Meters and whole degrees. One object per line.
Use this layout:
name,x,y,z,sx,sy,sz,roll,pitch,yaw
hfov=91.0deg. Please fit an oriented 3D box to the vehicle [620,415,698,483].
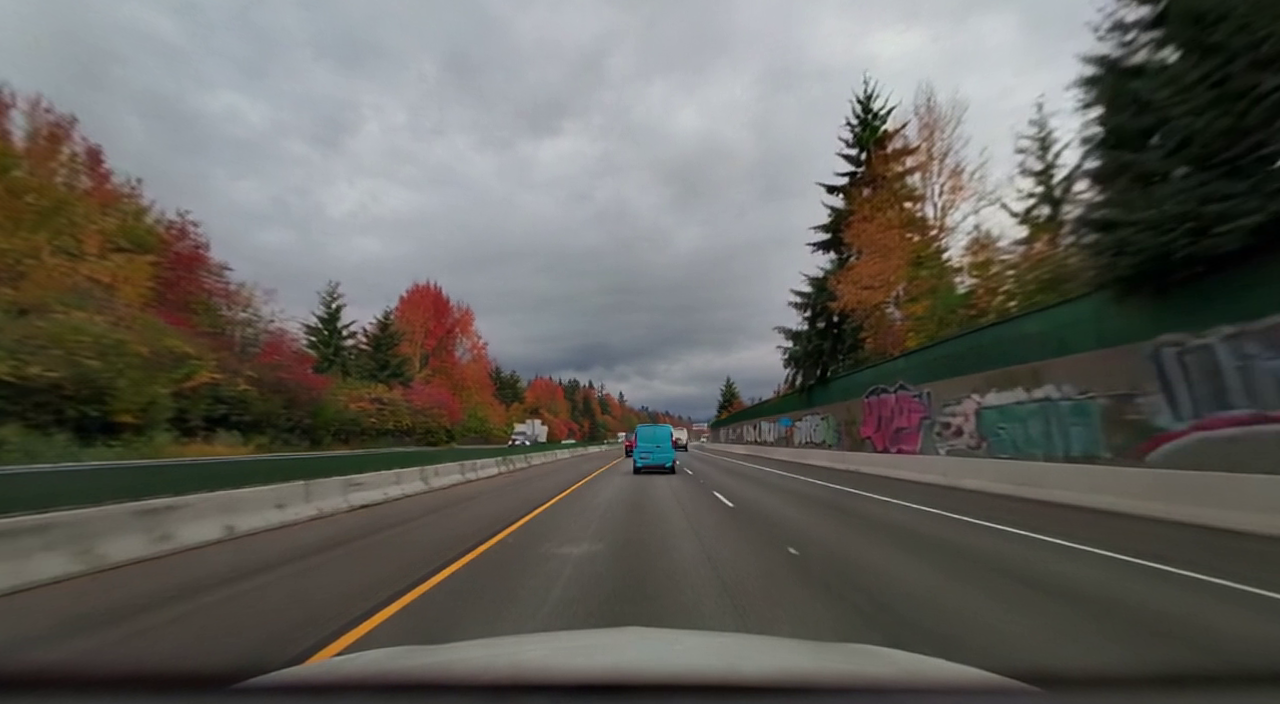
vehicle,0.549,3.170,20.722,2.283,1.956,4.421,0,-8,0
